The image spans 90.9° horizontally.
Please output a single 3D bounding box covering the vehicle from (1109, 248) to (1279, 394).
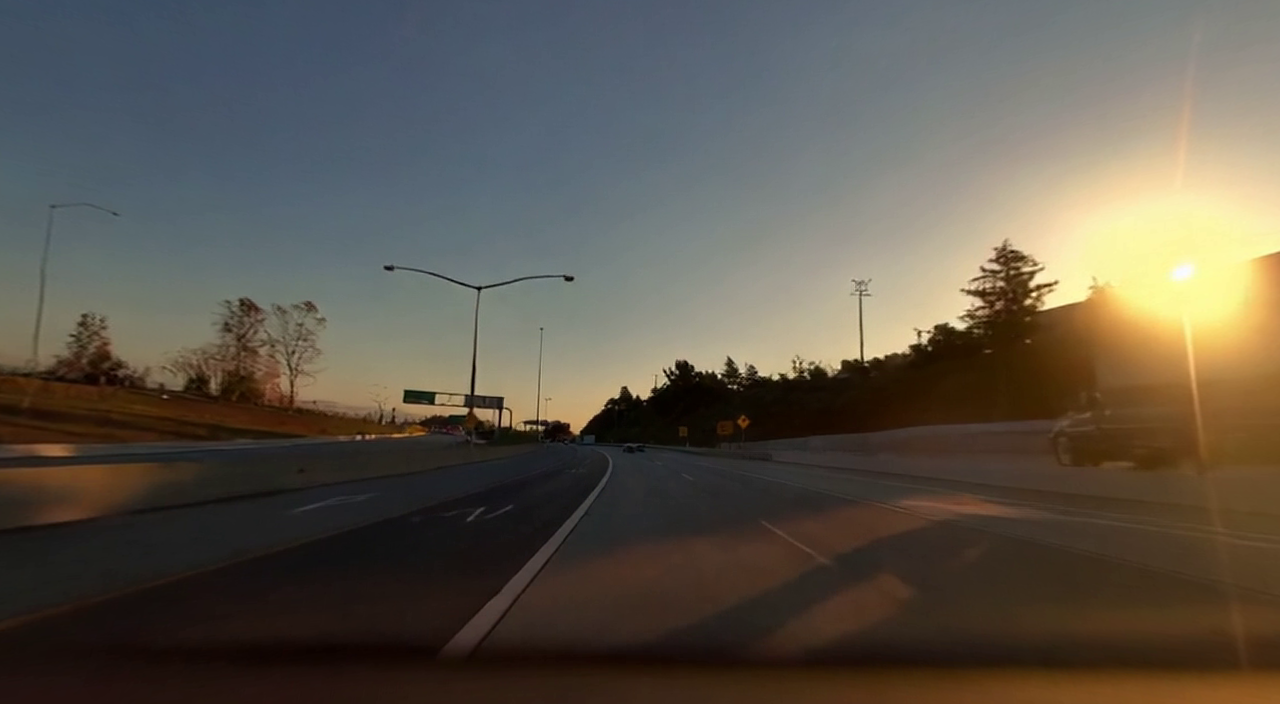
[{"bbox_3d":[24.614,-1.434,22.408,2.893,4.671,14.157,4,-9,-11],"label":"vehicle"}]
